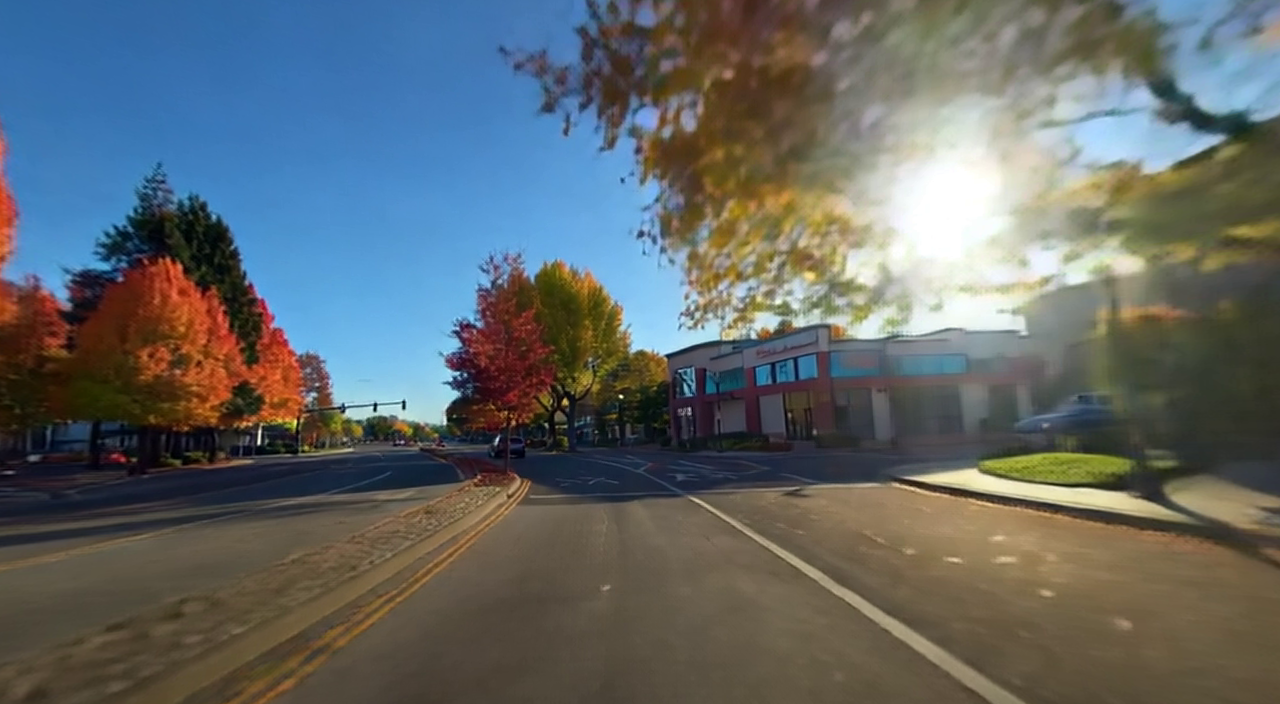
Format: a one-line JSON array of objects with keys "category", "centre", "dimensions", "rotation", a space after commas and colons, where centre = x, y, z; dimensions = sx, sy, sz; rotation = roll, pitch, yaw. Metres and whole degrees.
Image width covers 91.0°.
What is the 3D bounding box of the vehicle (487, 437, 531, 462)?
[{"category": "vehicle", "centre": [-8.530, 6.330, 40.845], "dimensions": [2.018, 1.512, 4.304], "rotation": [3, -9, -22]}]
